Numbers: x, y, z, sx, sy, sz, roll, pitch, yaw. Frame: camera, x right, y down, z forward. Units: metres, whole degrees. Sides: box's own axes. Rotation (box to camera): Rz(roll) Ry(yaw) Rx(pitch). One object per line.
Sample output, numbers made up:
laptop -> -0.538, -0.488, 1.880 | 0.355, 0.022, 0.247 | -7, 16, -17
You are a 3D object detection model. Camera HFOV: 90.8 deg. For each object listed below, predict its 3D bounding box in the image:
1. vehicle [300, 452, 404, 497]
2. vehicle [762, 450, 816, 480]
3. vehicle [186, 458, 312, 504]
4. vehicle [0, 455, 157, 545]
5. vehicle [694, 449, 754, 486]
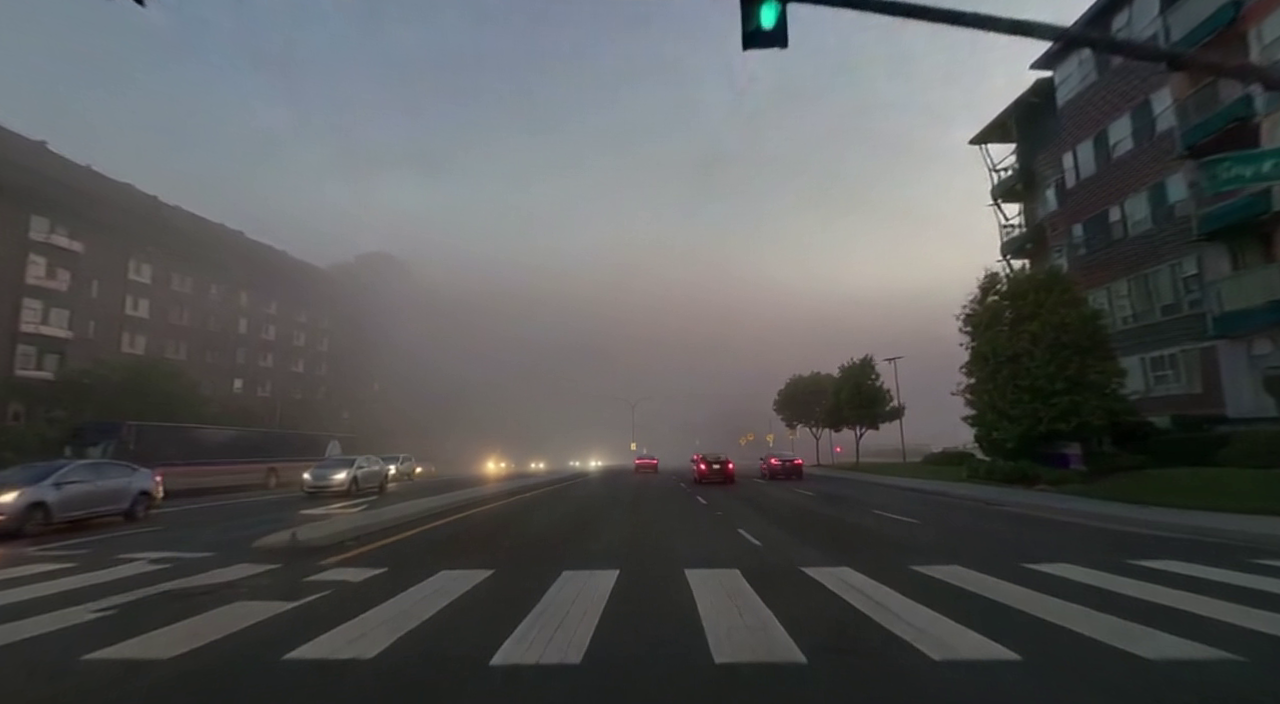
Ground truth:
vehicle -> -11.391, 4.838, 25.380 | 1.919, 1.602, 4.346 | -1, -9, 3
vehicle -> 8.032, 6.108, 34.402 | 1.932, 1.439, 4.159 | 0, -9, 0
vehicle -> -14.859, 4.896, 24.349 | 1.918, 1.485, 4.412 | -1, -9, 2
vehicle -> -11.893, 2.741, 12.023 | 2.026, 1.478, 4.086 | -1, -9, 3
vehicle -> 3.599, 5.047, 27.949 | 2.020, 1.479, 4.650 | 0, -9, 0
